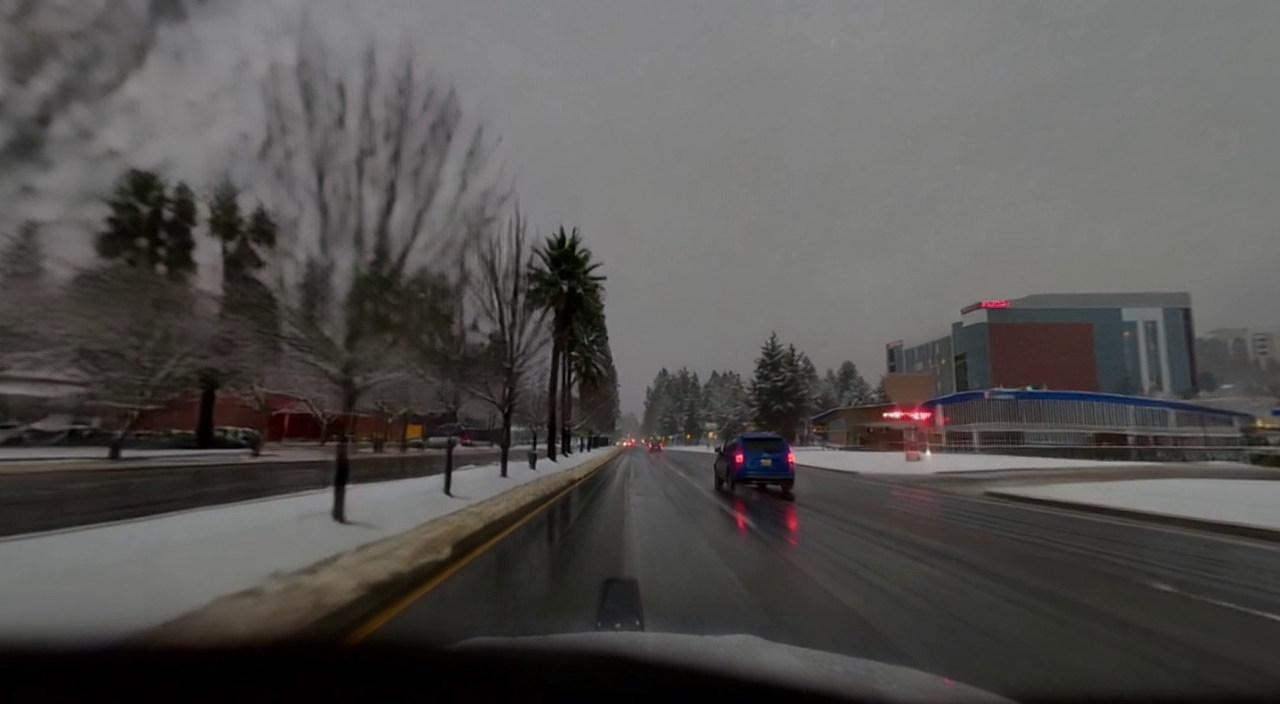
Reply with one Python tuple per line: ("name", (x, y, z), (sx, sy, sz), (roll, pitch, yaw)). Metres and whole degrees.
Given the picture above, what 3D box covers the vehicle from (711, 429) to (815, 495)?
("vehicle", (3.431, 3.162, 18.527), (2.072, 1.696, 4.177), (0, -9, -2))
